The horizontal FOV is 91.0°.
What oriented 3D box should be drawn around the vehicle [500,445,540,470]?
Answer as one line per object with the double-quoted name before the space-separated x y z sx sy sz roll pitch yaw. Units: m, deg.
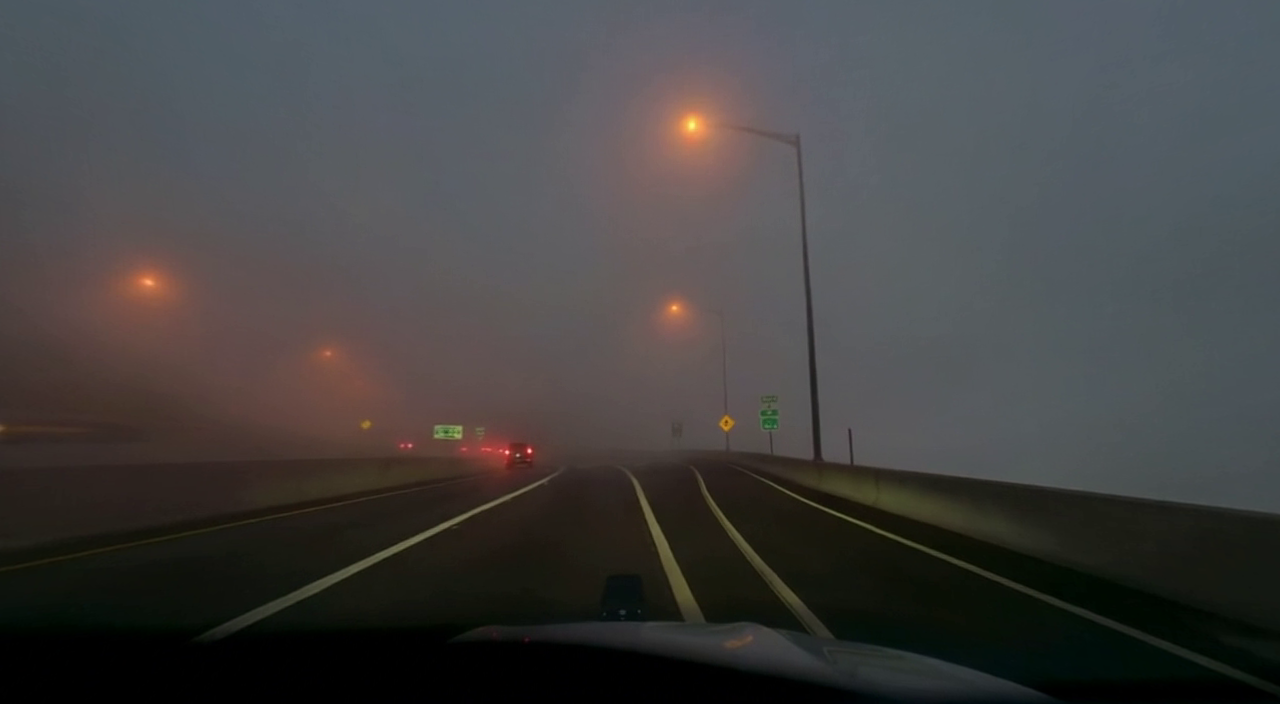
"vehicle" -7.922 7.001 42.068 2.234 1.588 4.484 1 -9 -6
